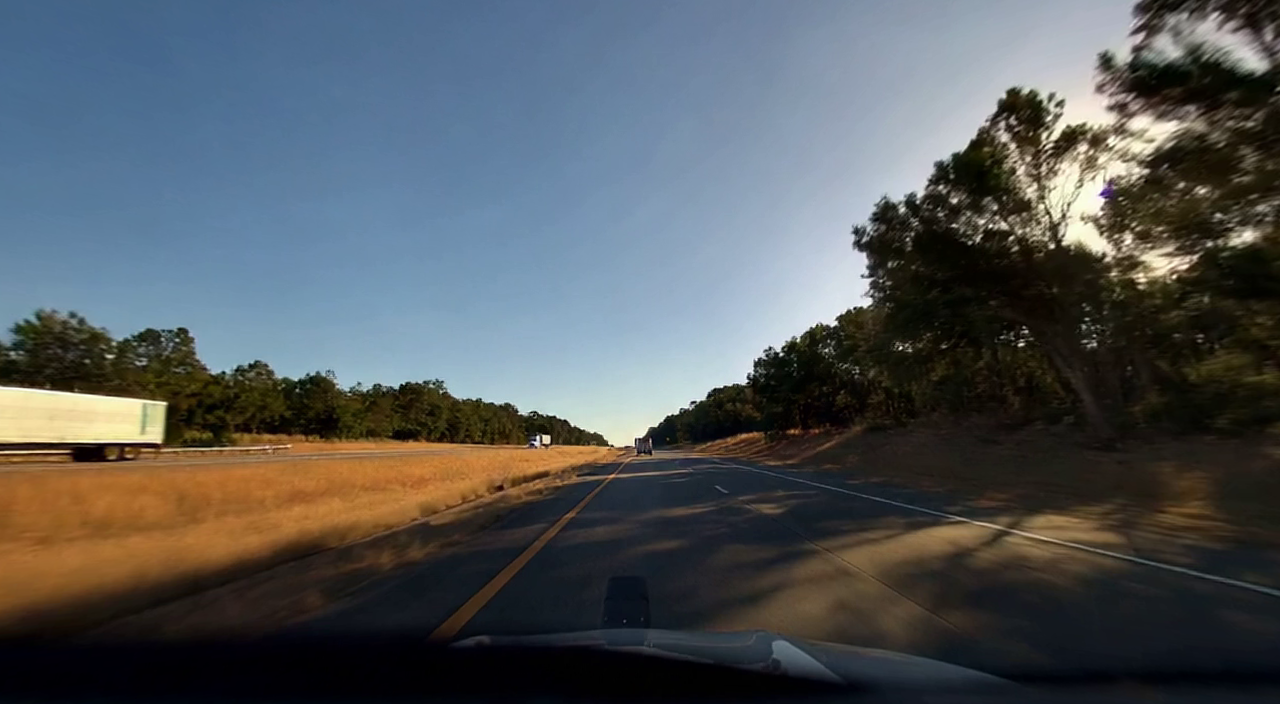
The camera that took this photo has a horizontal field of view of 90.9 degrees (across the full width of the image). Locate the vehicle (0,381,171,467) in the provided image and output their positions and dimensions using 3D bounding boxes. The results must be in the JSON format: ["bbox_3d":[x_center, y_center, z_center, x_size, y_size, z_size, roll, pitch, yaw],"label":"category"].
[{"bbox_3d":[-32.414,3.965,33.700,2.862,4.105,15.410,0,-8,0],"label":"vehicle"}]
